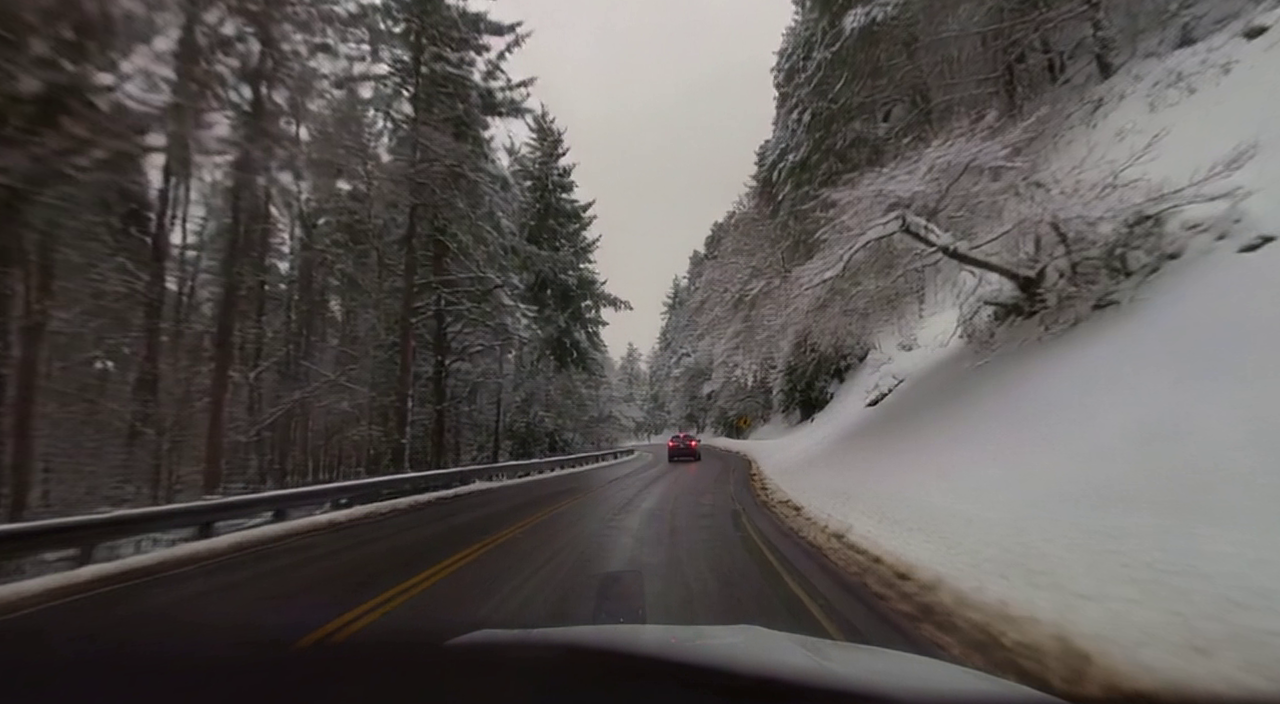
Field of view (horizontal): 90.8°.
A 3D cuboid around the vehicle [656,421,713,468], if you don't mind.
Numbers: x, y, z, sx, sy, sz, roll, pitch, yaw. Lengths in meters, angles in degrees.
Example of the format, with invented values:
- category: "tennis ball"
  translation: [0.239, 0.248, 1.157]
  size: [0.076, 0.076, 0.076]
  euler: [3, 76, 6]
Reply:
- category: "vehicle"
  translation: [2.328, 4.646, 31.656]
  size: [2.469, 1.953, 5.605]
  euler: [-6, -9, 5]
